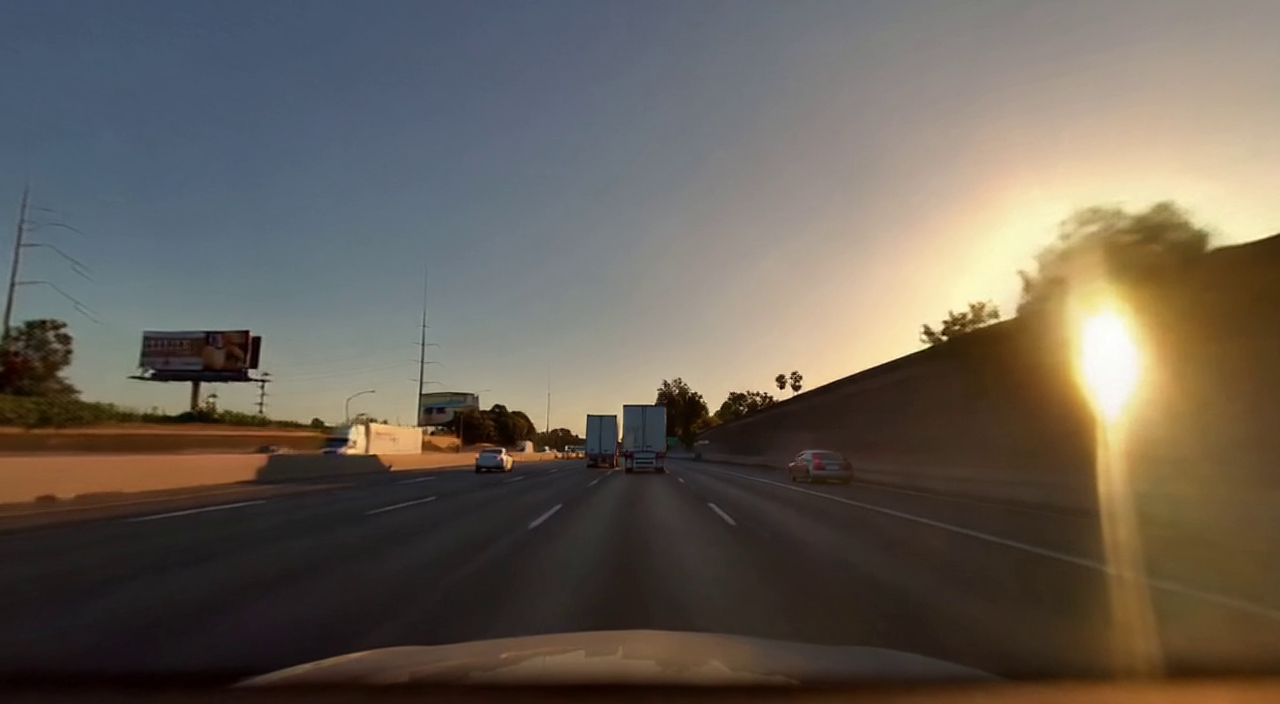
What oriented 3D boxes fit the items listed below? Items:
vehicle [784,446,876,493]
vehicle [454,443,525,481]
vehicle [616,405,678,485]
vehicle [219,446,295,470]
[{"bbox_3d":[6.887,4.275,23.392,1.969,1.560,4.394,0,-9,-1],"label":"vehicle"},{"bbox_3d":[-6.714,4.950,28.600,1.992,1.547,4.673,-1,-9,1],"label":"vehicle"},{"bbox_3d":[0.278,5.342,37.516,3.054,3.944,11.230,-1,-6,-1],"label":"vehicle"},{"bbox_3d":[-29.272,8.102,48.419,2.649,1.703,4.861,-1,-9,1],"label":"vehicle"}]
